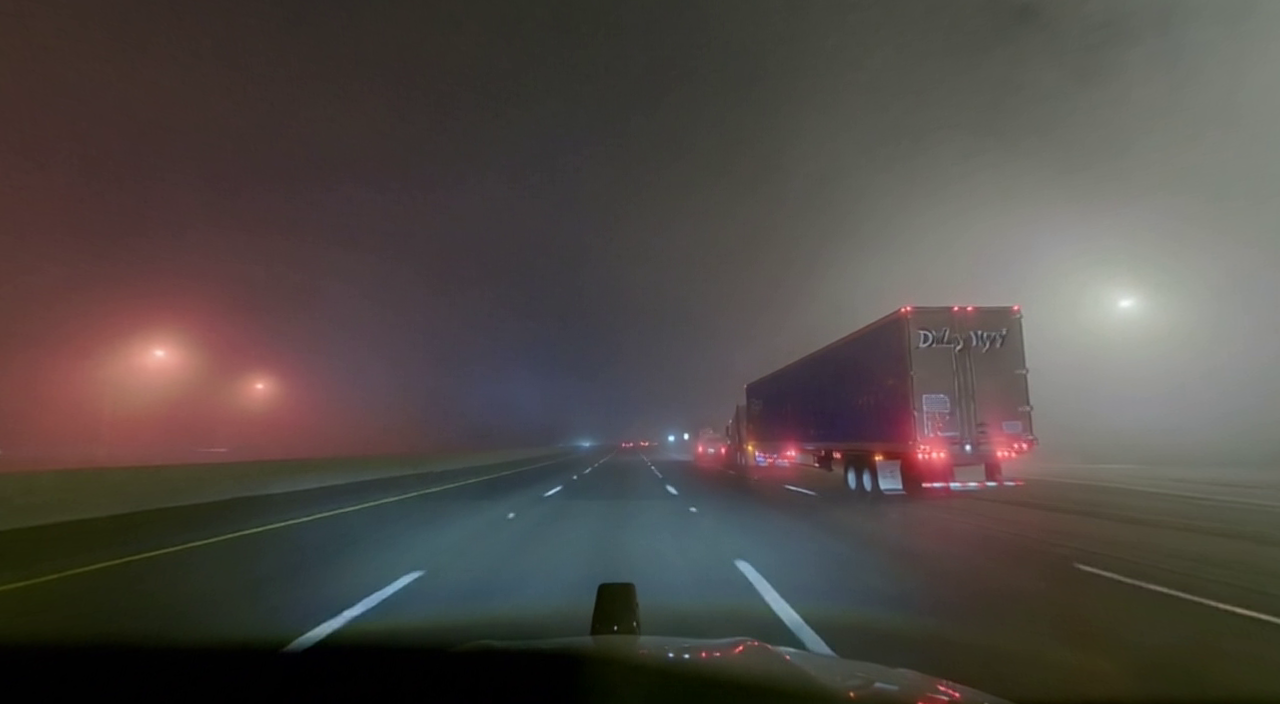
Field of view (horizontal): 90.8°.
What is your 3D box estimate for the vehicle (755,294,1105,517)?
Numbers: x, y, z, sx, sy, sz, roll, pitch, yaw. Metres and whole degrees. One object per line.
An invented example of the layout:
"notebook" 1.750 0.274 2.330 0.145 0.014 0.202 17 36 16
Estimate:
"vehicle" 6.546 2.070 19.280 2.962 3.947 16.241 0 -8 0
